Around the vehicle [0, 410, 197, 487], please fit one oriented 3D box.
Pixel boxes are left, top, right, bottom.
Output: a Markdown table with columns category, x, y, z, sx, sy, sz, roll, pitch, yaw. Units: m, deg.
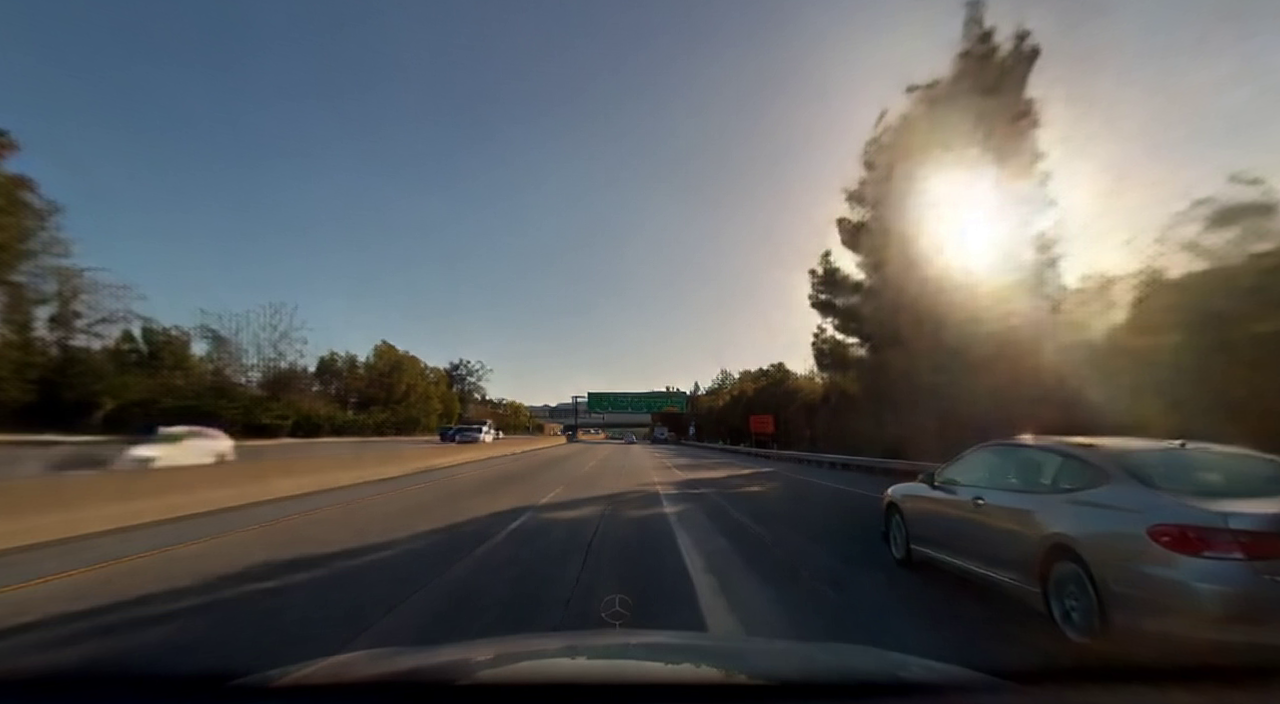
| category | x | y | z | sx | sy | sz | roll | pitch | yaw |
| --- | --- | --- | --- | --- | --- | --- | --- | --- | --- |
| vehicle | -12.271 | 2.102 | 13.942 | 1.885 | 1.420 | 4.239 | 0 | -8 | -1 |

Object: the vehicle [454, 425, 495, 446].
| category | x | y | z | sx | sy | sz | roll | pitch | yaw |
| --- | --- | --- | --- | --- | --- | --- | --- | --- | --- |
| vehicle | -12.710 | 6.482 | 48.670 | 1.906 | 1.530 | 4.488 | 0 | -8 | 0 |
